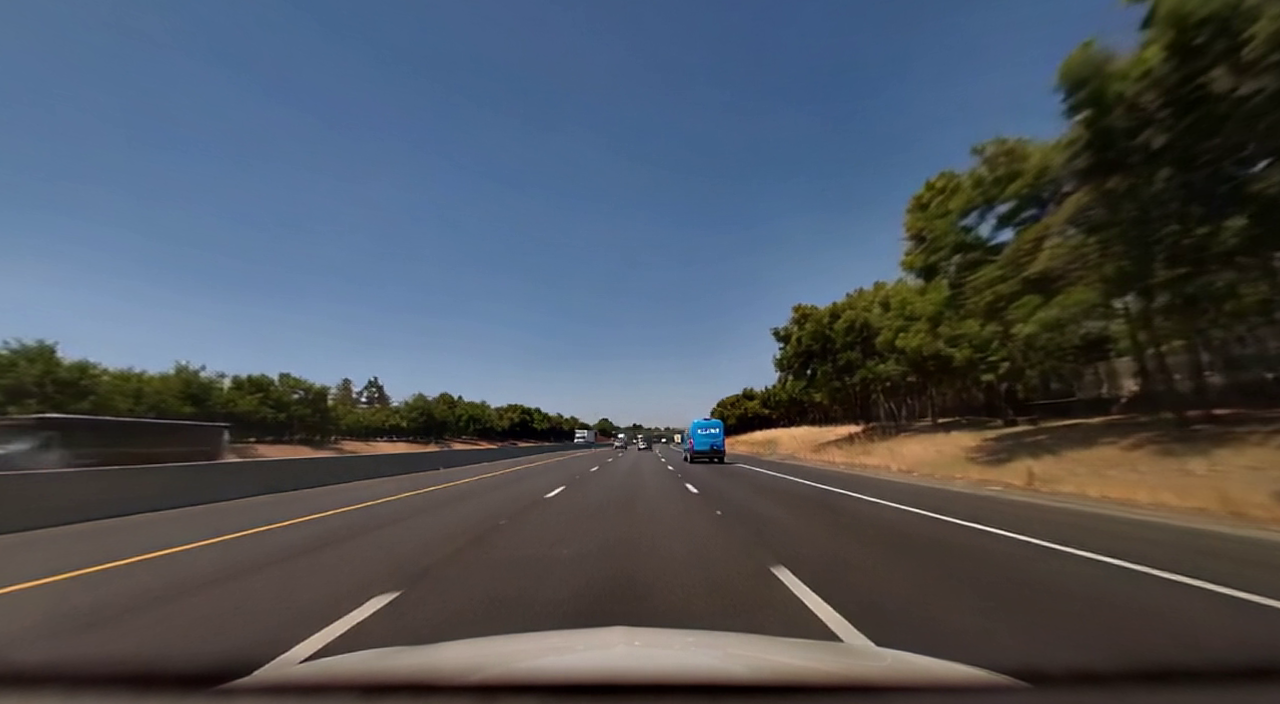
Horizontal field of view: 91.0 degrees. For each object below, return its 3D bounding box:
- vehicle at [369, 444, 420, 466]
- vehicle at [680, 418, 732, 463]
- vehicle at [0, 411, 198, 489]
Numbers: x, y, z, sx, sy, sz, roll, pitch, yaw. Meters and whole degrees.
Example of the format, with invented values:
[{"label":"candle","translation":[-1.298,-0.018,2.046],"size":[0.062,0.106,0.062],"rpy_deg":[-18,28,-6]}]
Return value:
[{"label":"vehicle","translation":[-16.944,7.091,43.599],"size":[1.848,1.459,4.093],"rpy_deg":[-1,-8,1]},{"label":"vehicle","translation":[3.968,5.477,38.880],"size":[2.485,2.562,5.535],"rpy_deg":[0,-8,-1]},{"label":"vehicle","translation":[-21.688,3.932,25.504],"size":[2.547,2.693,6.627],"rpy_deg":[-1,-8,2]}]
